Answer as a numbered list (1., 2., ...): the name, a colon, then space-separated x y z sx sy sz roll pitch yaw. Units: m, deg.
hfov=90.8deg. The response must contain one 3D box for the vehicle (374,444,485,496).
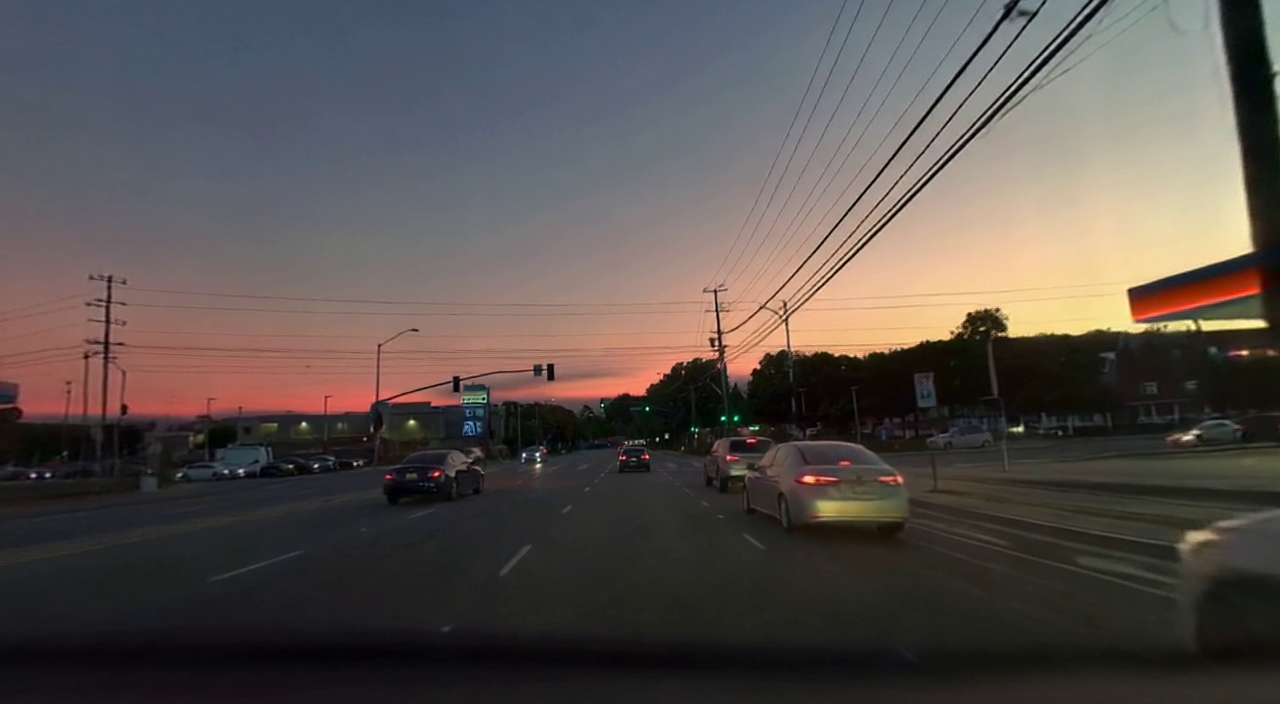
1. vehicle: -6.528 3.687 20.168 2.075 1.470 4.190 0 -9 0

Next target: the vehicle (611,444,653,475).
1. vehicle: -0.433 5.508 32.694 2.065 1.484 3.894 0 -9 -1

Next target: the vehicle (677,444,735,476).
1. vehicle: 3.143 5.266 31.022 2.208 1.436 4.542 0 -9 -2

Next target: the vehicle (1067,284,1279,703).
1. vehicle: 3.217 0.454 0.523 2.124 1.824 4.973 0 -9 -1

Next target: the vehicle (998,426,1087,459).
1. vehicle: 19.687 4.523 31.182 2.140 1.485 4.425 -2 -10 11

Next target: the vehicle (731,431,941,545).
1. vehicle: 2.919 2.130 10.603 1.945 1.470 4.363 0 -9 -3

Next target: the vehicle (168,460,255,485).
1. vehicle: -30.127 8.471 44.479 4.989 1.567 2.075 -1 -9 12
